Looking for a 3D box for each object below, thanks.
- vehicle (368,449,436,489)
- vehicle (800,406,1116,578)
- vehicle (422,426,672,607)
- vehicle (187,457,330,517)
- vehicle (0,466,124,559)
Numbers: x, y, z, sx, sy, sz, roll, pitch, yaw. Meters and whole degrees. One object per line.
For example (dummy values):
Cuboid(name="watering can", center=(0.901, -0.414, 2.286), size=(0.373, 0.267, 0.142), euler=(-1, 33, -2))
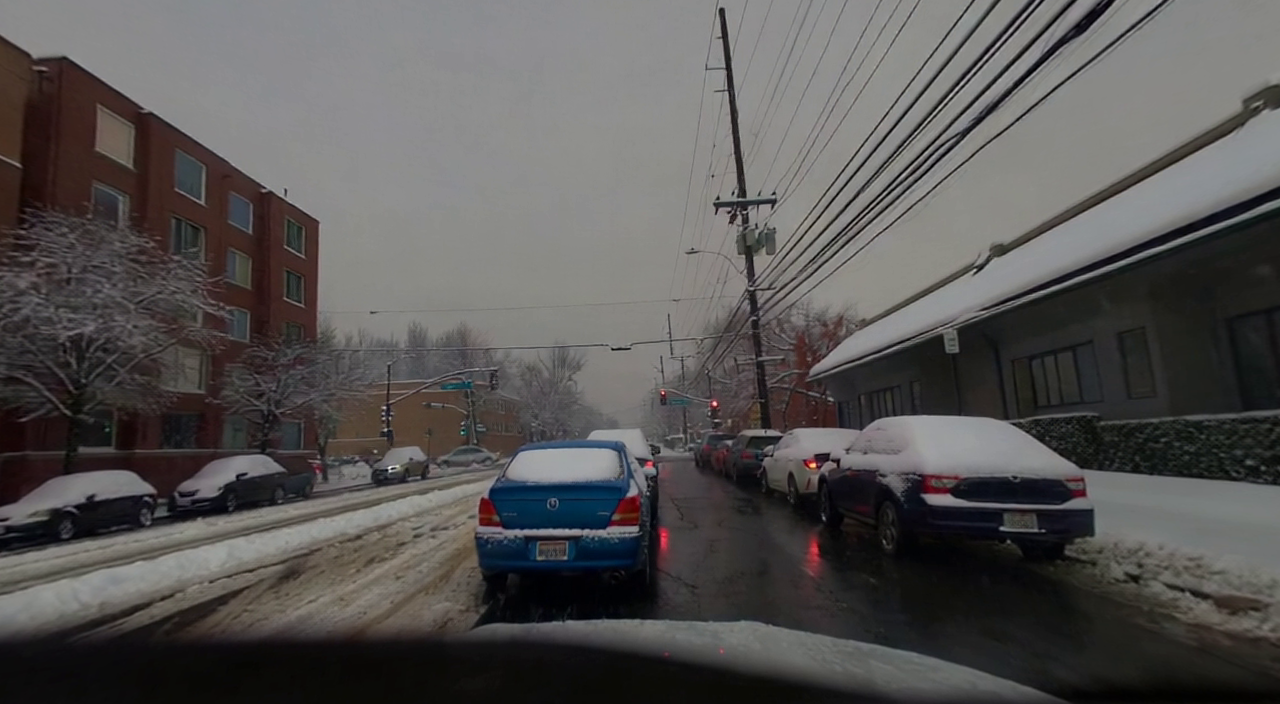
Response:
Cuboid(name="vehicle", center=(-11.937, 5.872, 31.993), size=(2.011, 1.687, 4.079), euler=(-4, -8, -3))
Cuboid(name="vehicle", center=(3.788, 1.747, 8.656), size=(1.967, 1.721, 4.410), euler=(0, -8, -1))
Cuboid(name="vehicle", center=(-0.741, 1.680, 7.486), size=(2.019, 1.453, 4.603), euler=(0, -8, 0))
Cuboid(name="vehicle", center=(-11.888, 4.197, 20.106), size=(1.868, 1.491, 4.367), euler=(-3, -9, 0))
Cuboid(name="vehicle", center=(-11.904, 2.887, 11.058), size=(1.850, 1.487, 4.711), euler=(-3, -8, -1))
